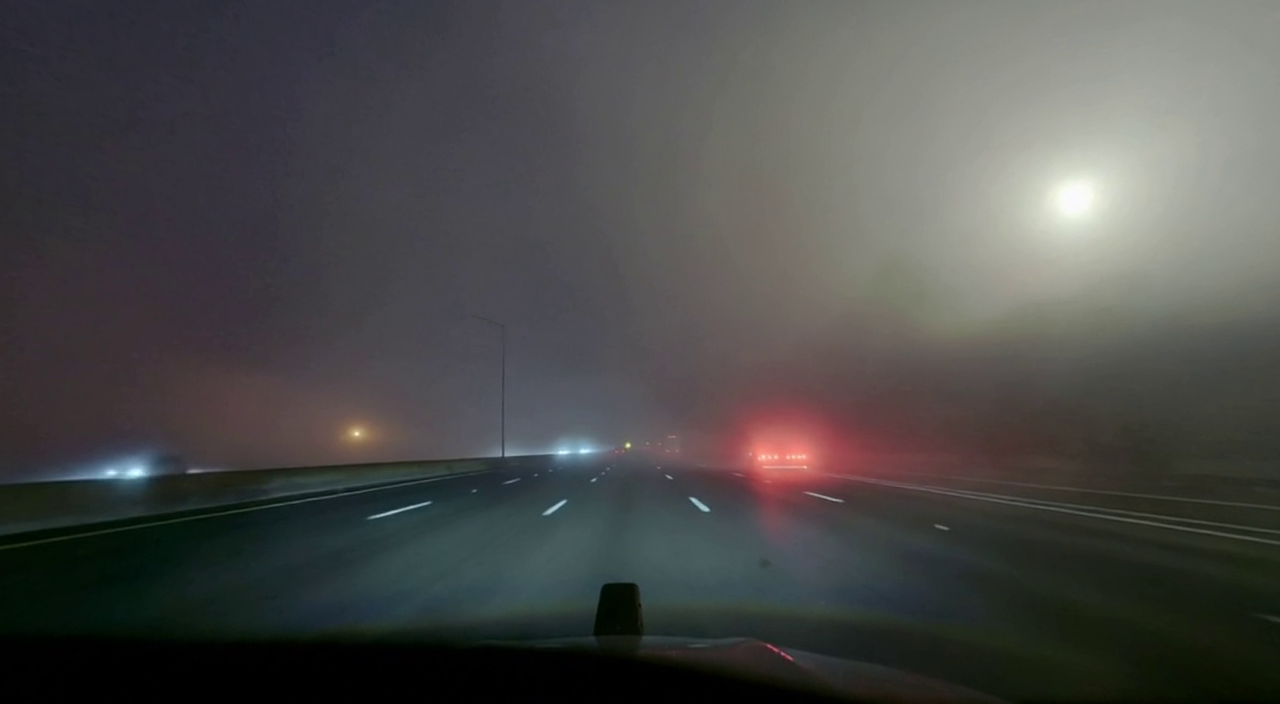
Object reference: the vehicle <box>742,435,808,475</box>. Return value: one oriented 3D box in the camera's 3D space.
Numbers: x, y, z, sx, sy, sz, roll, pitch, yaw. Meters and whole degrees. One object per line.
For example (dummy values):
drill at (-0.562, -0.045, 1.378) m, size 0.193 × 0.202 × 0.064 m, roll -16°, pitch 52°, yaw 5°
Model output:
vehicle at (6.338, 4.904, 30.141) m, size 2.096 × 1.767 × 4.601 m, roll 0°, pitch -9°, yaw 0°

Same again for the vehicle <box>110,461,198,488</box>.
vehicle at (-31.864, 8.000, 41.473) m, size 1.872 × 1.533 × 4.822 m, roll -1°, pitch -9°, yaw 1°
